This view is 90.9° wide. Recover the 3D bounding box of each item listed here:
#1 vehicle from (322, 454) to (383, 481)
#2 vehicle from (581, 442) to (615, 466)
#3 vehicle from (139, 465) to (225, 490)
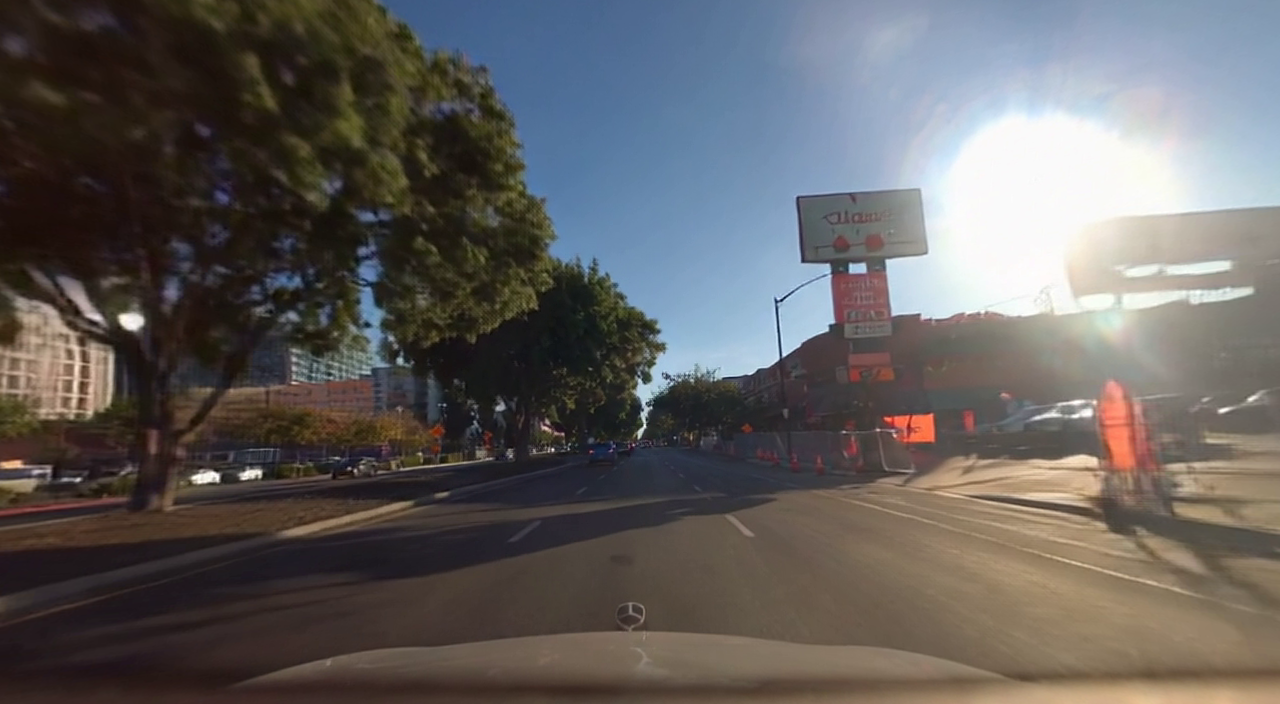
[{"bbox_3d":[-21.740,8.716,47.890,2.262,1.703,4.728,-5,-8,3],"label":"vehicle"},{"bbox_3d":[-2.653,6.557,40.677,1.926,1.442,4.231,0,-8,0],"label":"vehicle"},{"bbox_3d":[-33.231,9.117,45.829,4.764,1.448,1.876,-3,-8,-3],"label":"vehicle"}]
